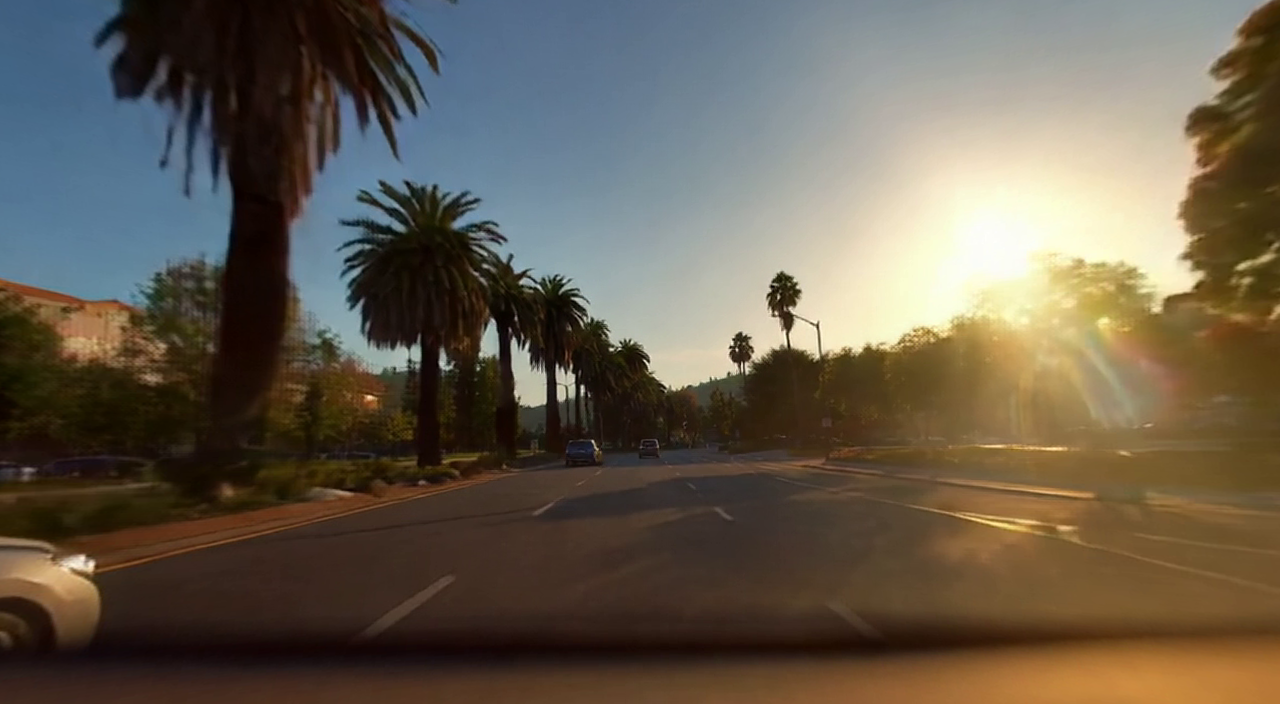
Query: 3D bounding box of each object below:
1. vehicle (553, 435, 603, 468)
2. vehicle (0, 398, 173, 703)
[{"bbox_3d":[-3.535,5.782,36.737,2.188,1.819,4.667,0,-8,3],"label":"vehicle"},{"bbox_3d":[-3.454,0.688,0.784,2.036,1.478,4.771,0,-8,0],"label":"vehicle"}]
